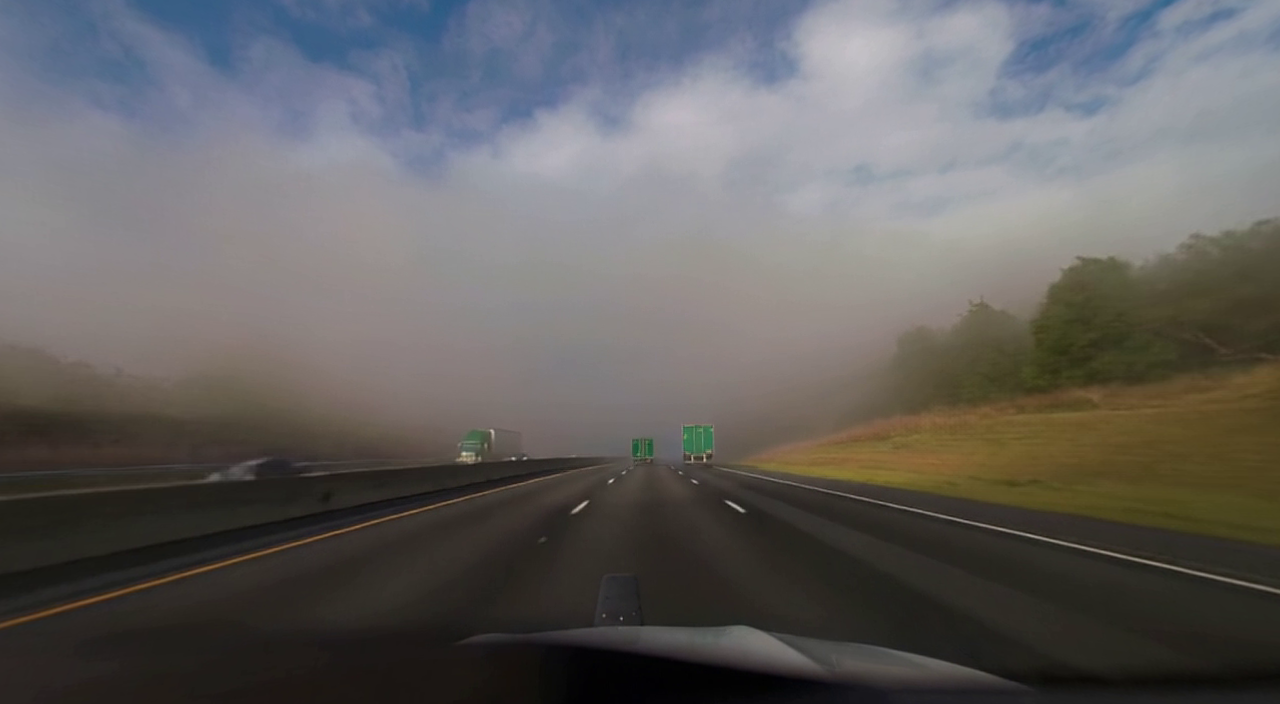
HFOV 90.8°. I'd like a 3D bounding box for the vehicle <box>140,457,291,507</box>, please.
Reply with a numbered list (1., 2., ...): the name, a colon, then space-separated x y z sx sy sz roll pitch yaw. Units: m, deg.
1. vehicle: -14.417 4.406 21.844 1.916 1.460 4.715 0 -9 1
